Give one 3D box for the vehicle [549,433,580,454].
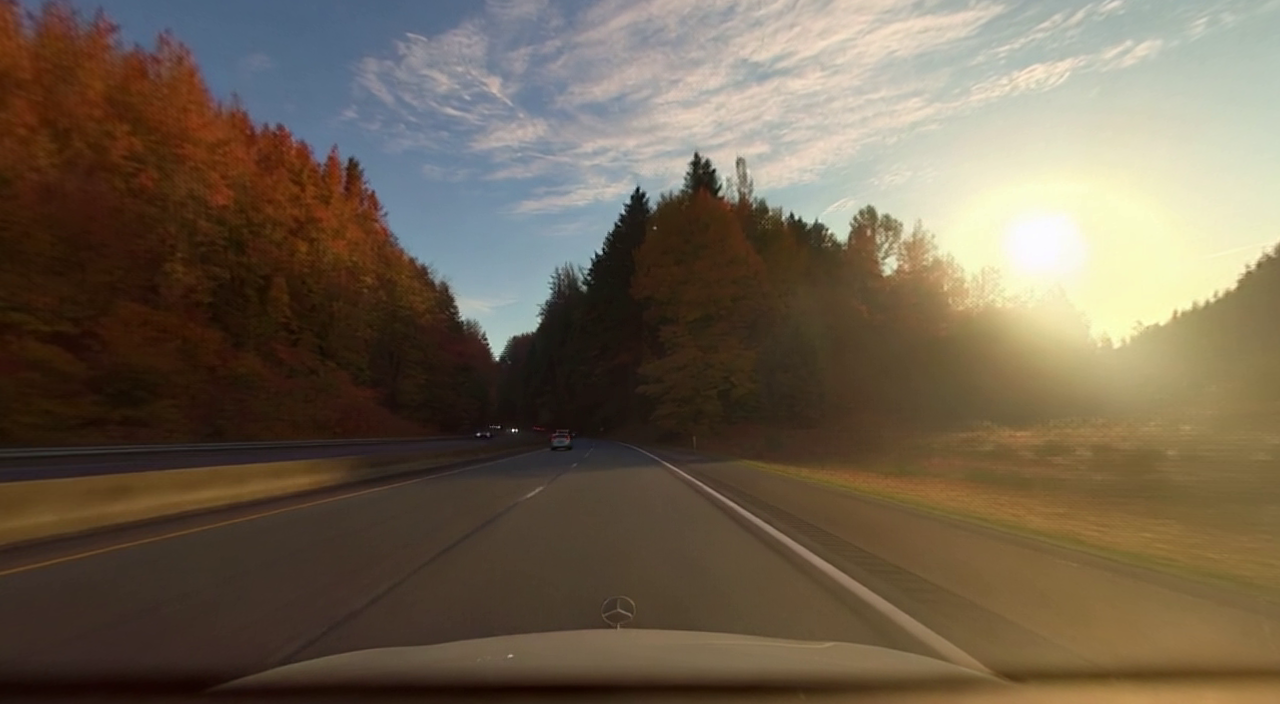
[{"bbox_3d":[-5.924,7.257,49.805,2.073,1.559,4.393,0,-8,-3],"label":"vehicle"}]
